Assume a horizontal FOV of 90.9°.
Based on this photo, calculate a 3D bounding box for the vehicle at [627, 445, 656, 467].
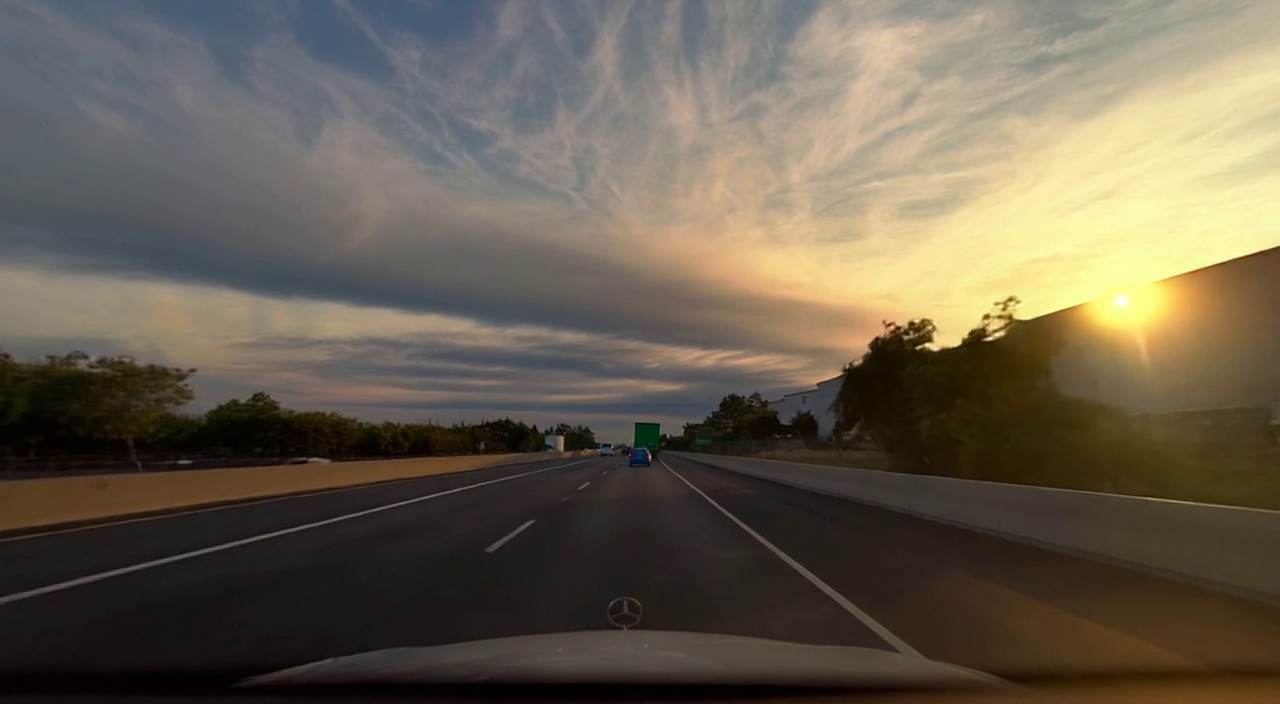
[{"bbox_3d":[0.086,7.880,47.800,2.094,1.559,3.945,0,-9,0],"label":"vehicle"}]

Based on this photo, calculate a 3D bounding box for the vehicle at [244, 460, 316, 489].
[{"bbox_3d":[-19.508,6.610,34.310,1.646,1.399,3.733,-1,-9,1],"label":"vehicle"}]
